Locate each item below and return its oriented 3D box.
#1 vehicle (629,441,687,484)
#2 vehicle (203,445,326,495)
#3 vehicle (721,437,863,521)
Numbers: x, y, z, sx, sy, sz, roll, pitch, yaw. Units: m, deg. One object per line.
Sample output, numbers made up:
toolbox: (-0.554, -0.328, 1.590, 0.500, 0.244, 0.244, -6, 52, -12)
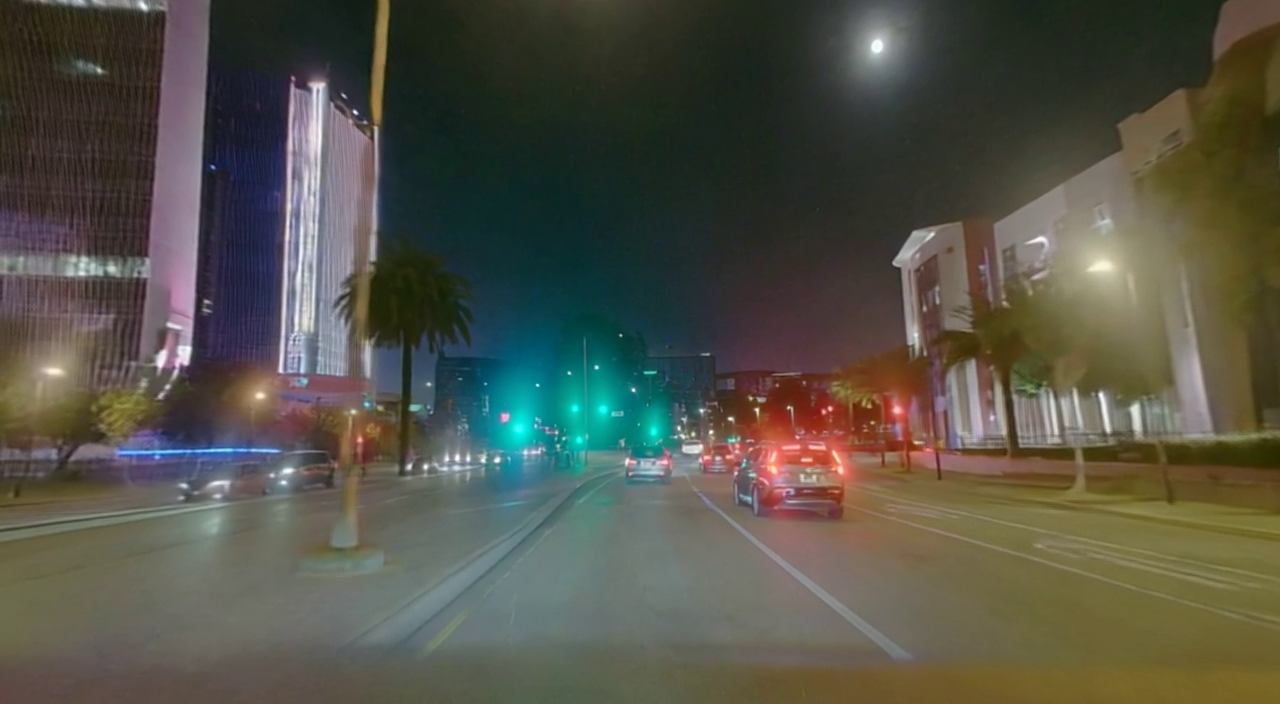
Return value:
vehicle: (0.759, 4.211, 24.326, 2.077, 1.518, 3.760, -1, -9, 4)
vehicle: (-15.567, 4.884, 26.510, 2.048, 1.830, 5.136, -1, -9, -1)
vehicle: (3.069, 2.677, 13.916, 2.051, 1.509, 4.933, 0, -9, 2)
